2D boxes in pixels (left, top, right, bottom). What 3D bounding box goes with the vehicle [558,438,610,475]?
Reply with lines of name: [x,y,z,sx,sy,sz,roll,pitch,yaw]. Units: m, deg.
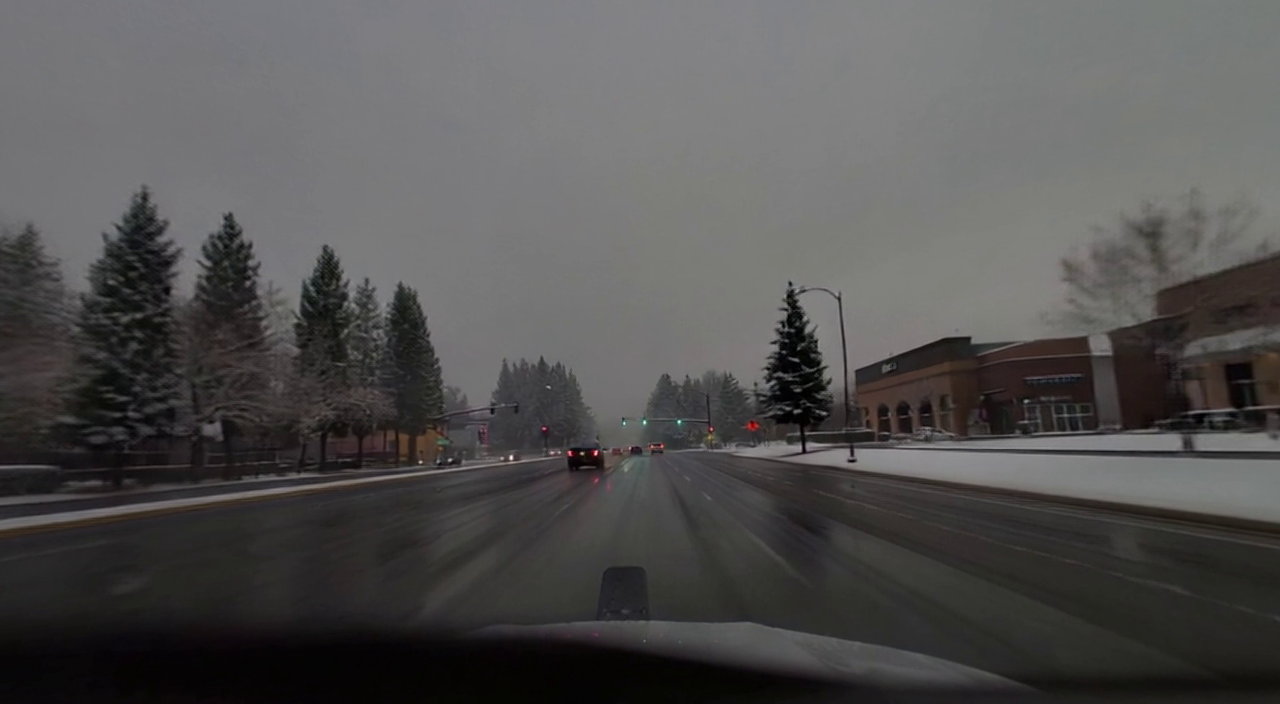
vehicle: [-2.685,5.158,31.327,2.121,1.656,4.559,0,-8,1]
